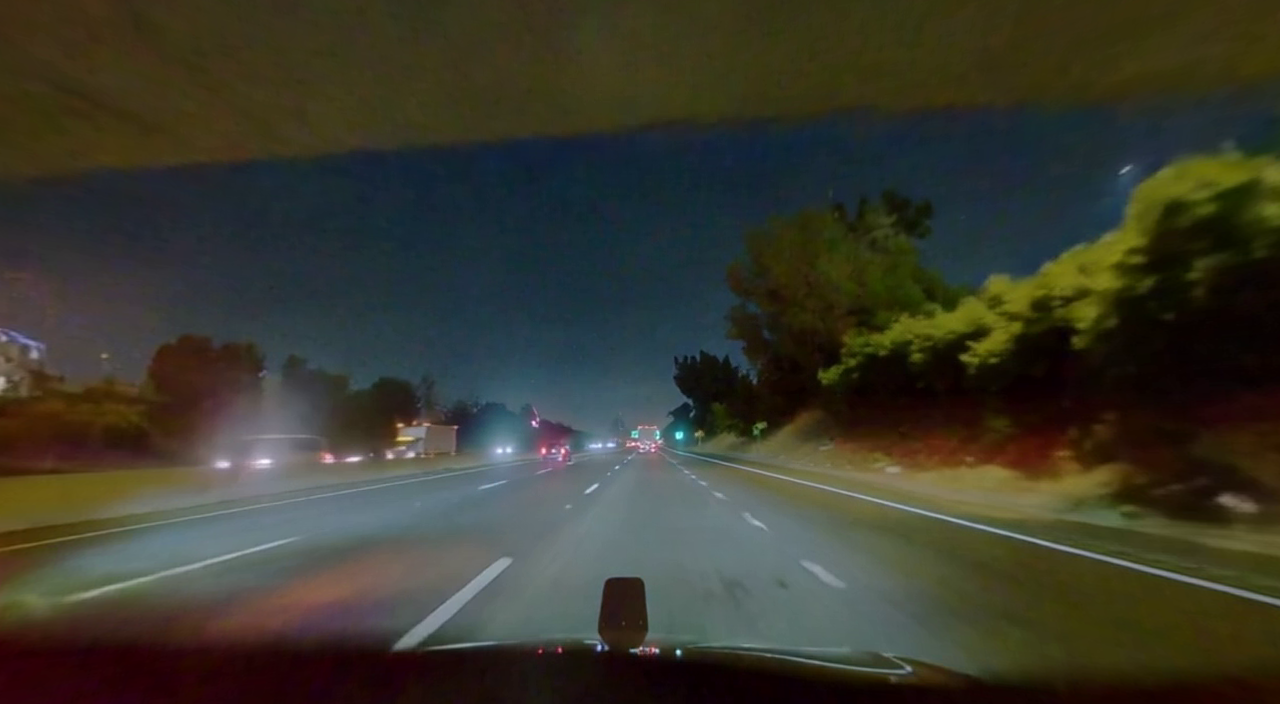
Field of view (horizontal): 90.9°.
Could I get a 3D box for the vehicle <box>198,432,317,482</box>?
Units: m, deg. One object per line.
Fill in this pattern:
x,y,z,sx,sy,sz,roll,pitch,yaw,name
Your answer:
-20.213,5.577,33.830,2.480,2.433,6.048,0,-8,1,vehicle

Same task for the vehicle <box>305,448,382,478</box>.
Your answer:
-16.170,6.068,34.696,1.937,1.470,4.632,0,-8,1,vehicle
